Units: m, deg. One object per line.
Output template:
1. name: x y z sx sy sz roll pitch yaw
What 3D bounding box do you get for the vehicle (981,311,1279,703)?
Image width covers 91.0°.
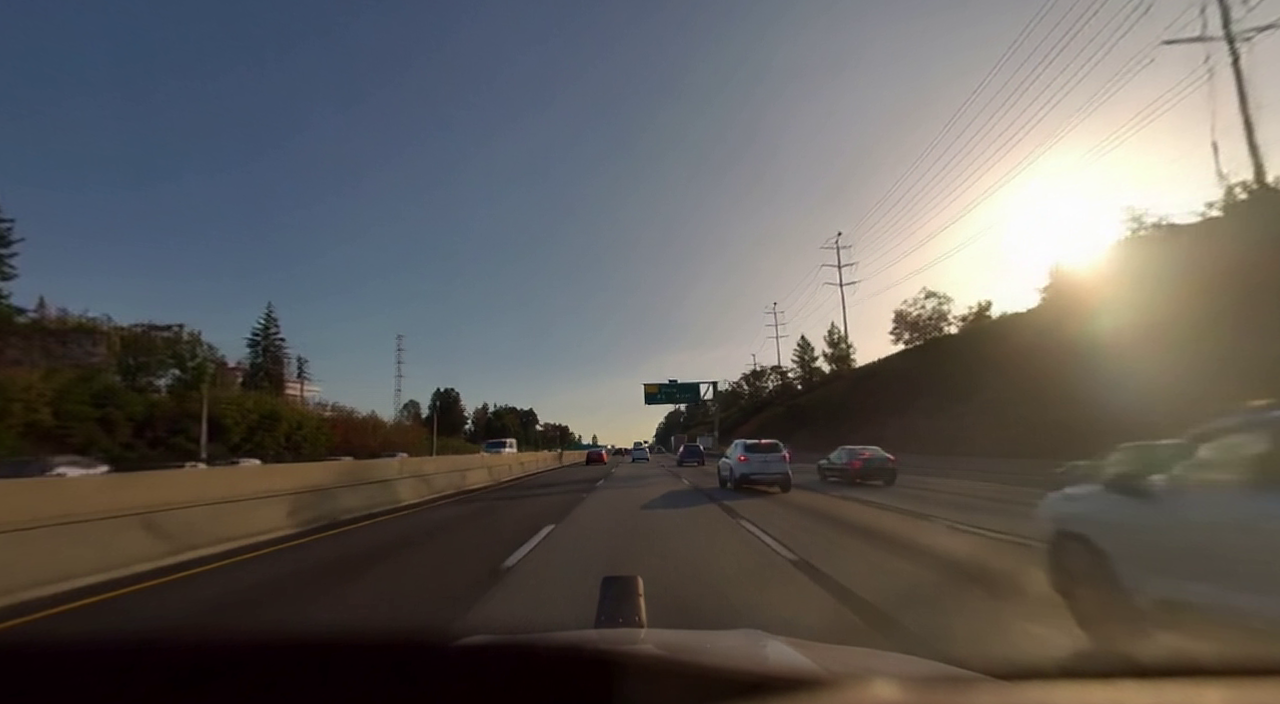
1. vehicle: 3.602 0.705 2.118 2.138 1.826 4.783 0 -8 -1

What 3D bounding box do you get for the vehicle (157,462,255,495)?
1. vehicle: -23.019 6.699 33.651 1.855 1.462 4.718 0 -8 0

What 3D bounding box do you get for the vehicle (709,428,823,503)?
1. vehicle: 3.266 3.044 17.305 2.111 1.755 4.459 0 -8 -1

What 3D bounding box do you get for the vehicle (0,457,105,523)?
1. vehicle: -19.031 4.099 18.848 1.920 1.758 4.611 0 -8 0

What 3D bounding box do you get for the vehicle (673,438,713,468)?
1. vehicle: 3.525 6.791 42.494 2.095 1.886 4.727 0 -8 -2

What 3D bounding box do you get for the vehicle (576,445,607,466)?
1. vehicle: -3.663 7.904 48.228 2.051 1.510 4.373 0 -8 0

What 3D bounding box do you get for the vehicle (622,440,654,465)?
1. vehicle: -0.153 7.636 47.779 2.314 1.796 4.254 0 -8 -1

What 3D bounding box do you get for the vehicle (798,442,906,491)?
1. vehicle: 6.876 3.746 20.971 1.992 1.431 4.506 0 -8 0
